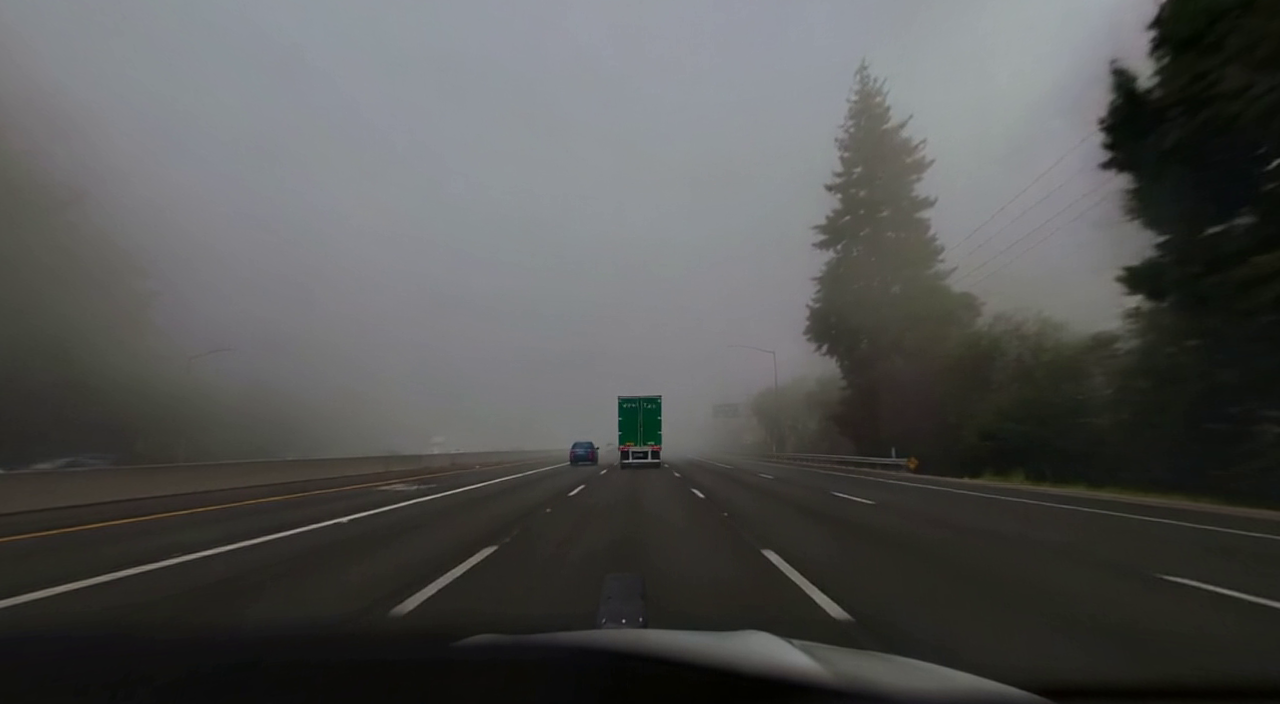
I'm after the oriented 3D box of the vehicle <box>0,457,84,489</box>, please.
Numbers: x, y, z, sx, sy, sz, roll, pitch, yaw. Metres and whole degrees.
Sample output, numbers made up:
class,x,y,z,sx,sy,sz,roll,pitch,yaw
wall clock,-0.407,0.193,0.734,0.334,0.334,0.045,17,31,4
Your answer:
class,x,y,z,sx,sy,sz,roll,pitch,yaw
vehicle,-31.687,6.147,32.305,2.124,1.463,4.754,0,-8,-1

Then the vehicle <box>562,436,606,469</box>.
class,x,y,z,sx,sy,sz,roll,pitch,yaw
vehicle,-3.422,6.268,39.727,2.293,1.923,5.141,0,-8,0

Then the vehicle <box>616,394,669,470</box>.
class,x,y,z,sx,sy,sz,roll,pitch,yaw
vehicle,0.193,5.297,40.856,2.879,4.085,13.125,0,-8,0

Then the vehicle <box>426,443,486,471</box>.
class,x,y,z,sx,sy,sz,roll,pitch,yaw
vehicle,-10.632,6.085,36.900,2.012,1.509,4.789,0,-8,1
